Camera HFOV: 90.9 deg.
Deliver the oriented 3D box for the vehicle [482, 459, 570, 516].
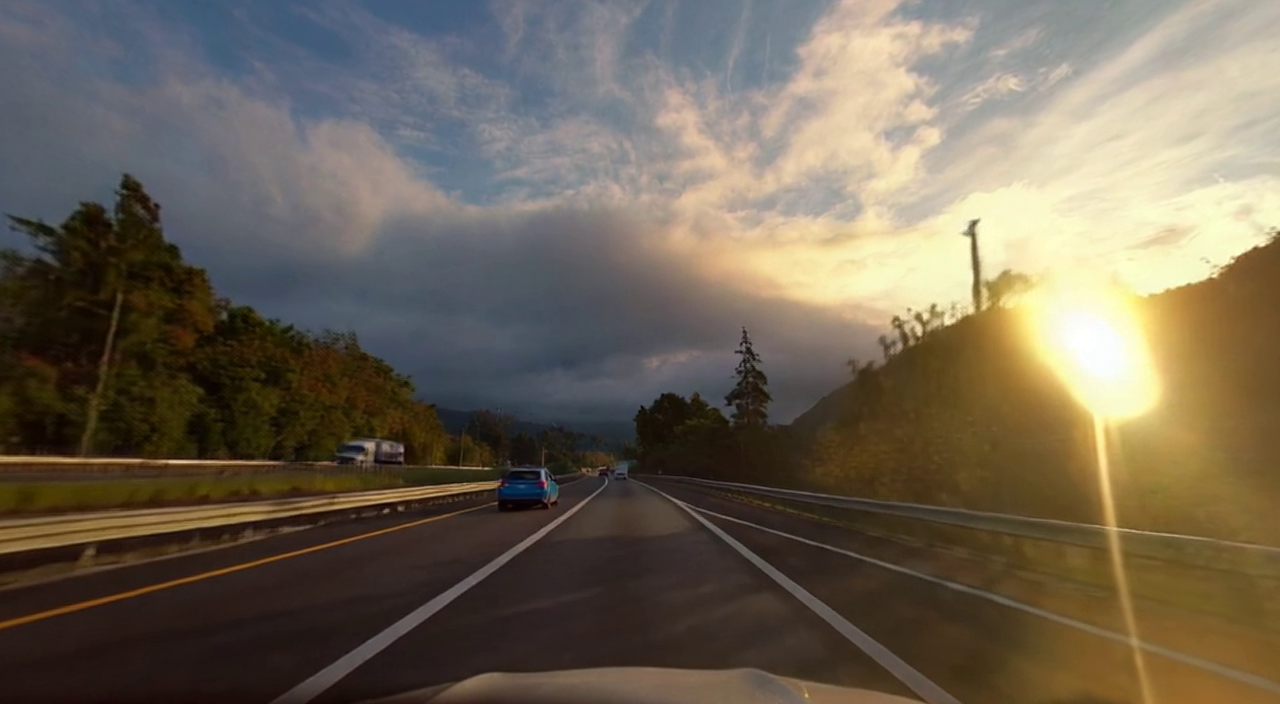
[{"bbox_3d":[-3.485,4.267,20.128,1.967,1.556,4.364,1,-10,0],"label":"vehicle"}]
